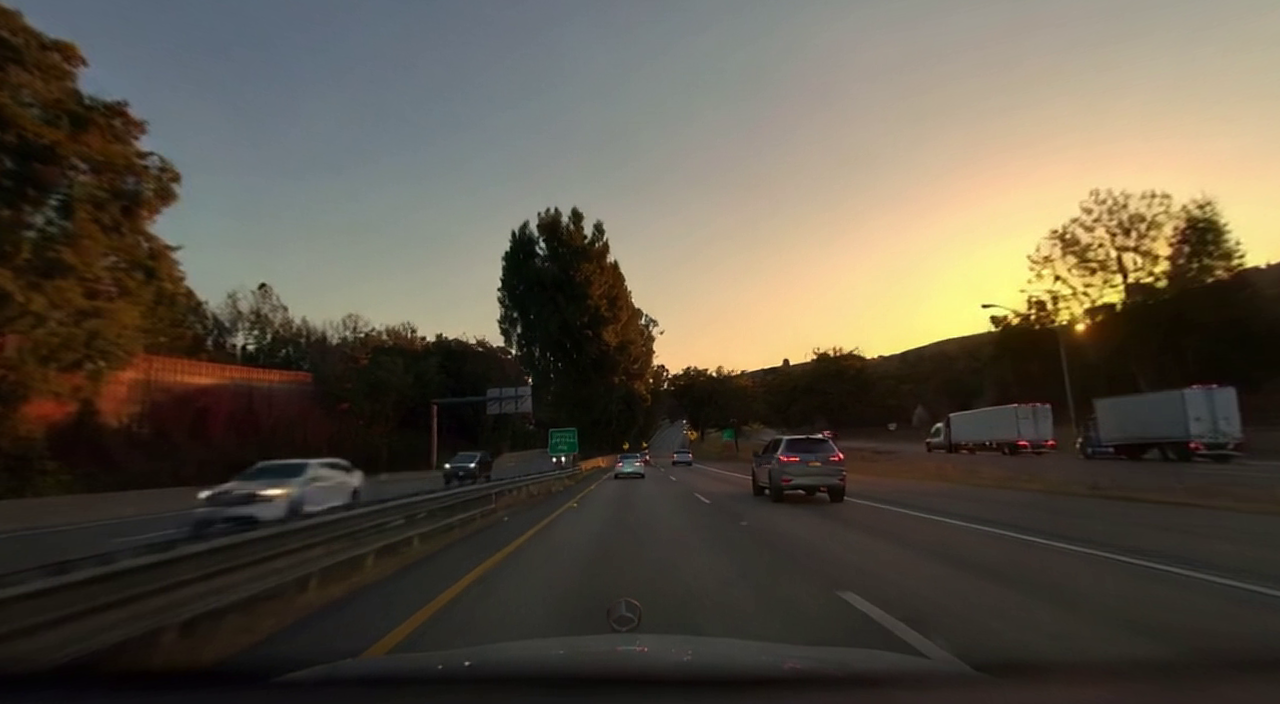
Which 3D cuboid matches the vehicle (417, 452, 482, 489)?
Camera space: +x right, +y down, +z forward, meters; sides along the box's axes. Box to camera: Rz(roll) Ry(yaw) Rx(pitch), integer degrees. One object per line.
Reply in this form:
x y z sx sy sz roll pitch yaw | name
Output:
-9.863 6.132 32.835 1.992 1.759 4.557 0 -9 0 | vehicle

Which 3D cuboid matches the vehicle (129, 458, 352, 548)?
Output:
-8.214 3.096 13.505 1.896 1.519 4.372 0 -9 0 | vehicle

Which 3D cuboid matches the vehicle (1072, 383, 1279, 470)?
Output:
27.263 4.030 32.469 2.971 3.746 10.126 -1 -9 4 | vehicle

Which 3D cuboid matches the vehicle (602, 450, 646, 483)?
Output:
-0.770 5.660 31.232 2.029 1.483 3.769 0 -9 -1 | vehicle

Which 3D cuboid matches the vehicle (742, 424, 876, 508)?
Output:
4.389 3.064 17.247 2.261 1.952 4.784 0 -9 -1 | vehicle
